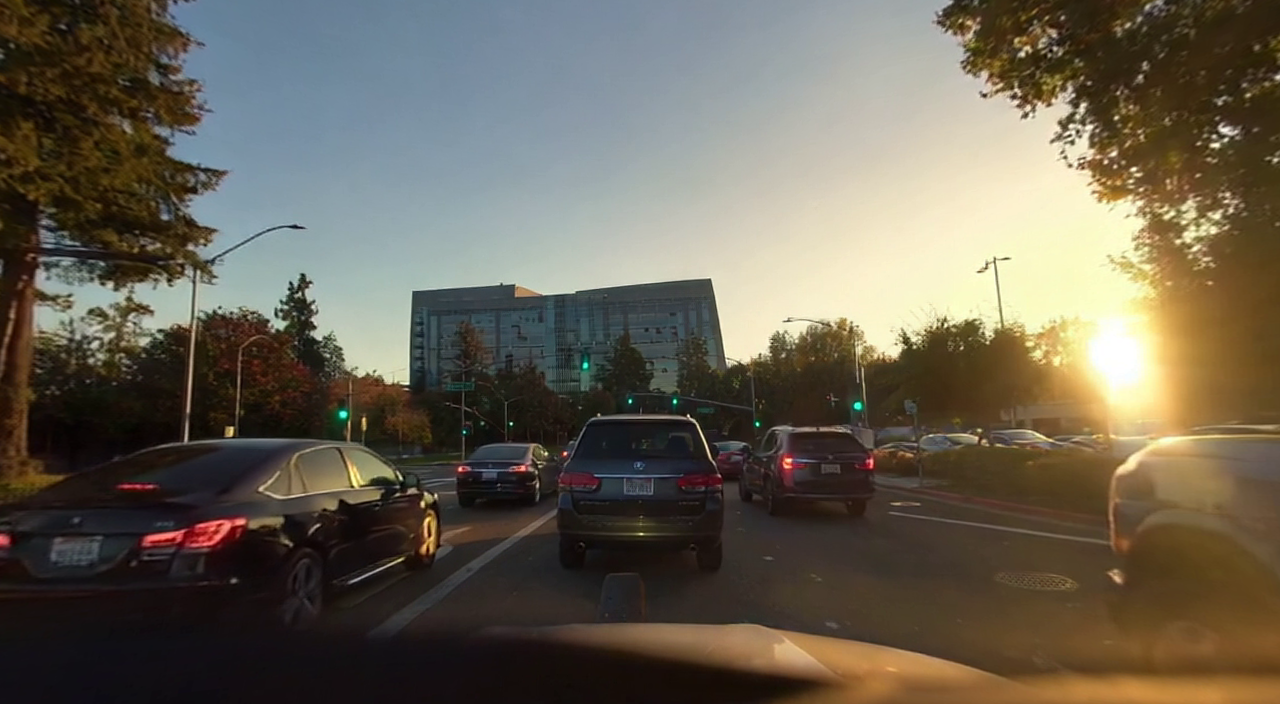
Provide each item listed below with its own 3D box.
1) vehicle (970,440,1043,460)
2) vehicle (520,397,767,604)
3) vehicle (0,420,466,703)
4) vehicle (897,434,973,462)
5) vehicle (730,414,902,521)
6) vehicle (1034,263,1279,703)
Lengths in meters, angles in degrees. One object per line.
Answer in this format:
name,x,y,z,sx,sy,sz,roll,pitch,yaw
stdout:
vehicle,26.358,7.049,45.395,4.180,1.376,1.583,0,-8,2
vehicle,0.043,1.566,7.449,2.113,1.768,3.901,0,-8,0
vehicle,-3.151,1.436,5.557,1.909,1.476,4.751,0,-8,-1
vehicle,21.357,6.964,45.758,4.437,1.863,2.068,0,-6,3
vehicle,3.530,2.470,14.052,2.408,1.908,5.355,0,-8,1
vehicle,3.321,0.395,0.240,2.571,1.857,5.841,0,-8,0
